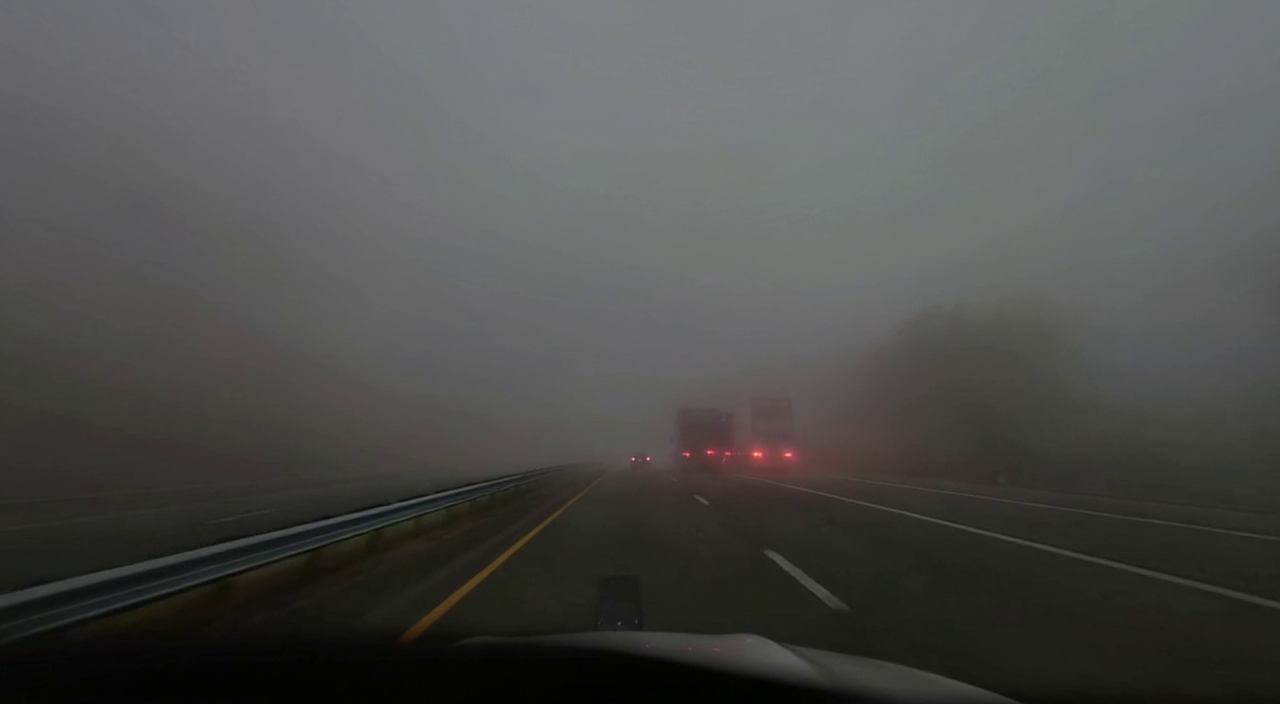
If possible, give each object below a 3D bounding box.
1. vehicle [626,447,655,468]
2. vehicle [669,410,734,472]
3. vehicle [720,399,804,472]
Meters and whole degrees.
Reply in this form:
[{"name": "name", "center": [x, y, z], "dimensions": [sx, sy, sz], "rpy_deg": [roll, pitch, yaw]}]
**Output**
[{"name": "vehicle", "center": [0.020, 7.752, 46.246], "dimensions": [2.083, 1.473, 3.923], "rpy_deg": [0, -9, 0]}, {"name": "vehicle", "center": [3.511, 5.412, 37.769], "dimensions": [2.859, 3.332, 7.735], "rpy_deg": [0, -9, -2]}, {"name": "vehicle", "center": [7.875, 5.793, 42.833], "dimensions": [3.268, 4.172, 12.771], "rpy_deg": [-1, -8, 1]}]
